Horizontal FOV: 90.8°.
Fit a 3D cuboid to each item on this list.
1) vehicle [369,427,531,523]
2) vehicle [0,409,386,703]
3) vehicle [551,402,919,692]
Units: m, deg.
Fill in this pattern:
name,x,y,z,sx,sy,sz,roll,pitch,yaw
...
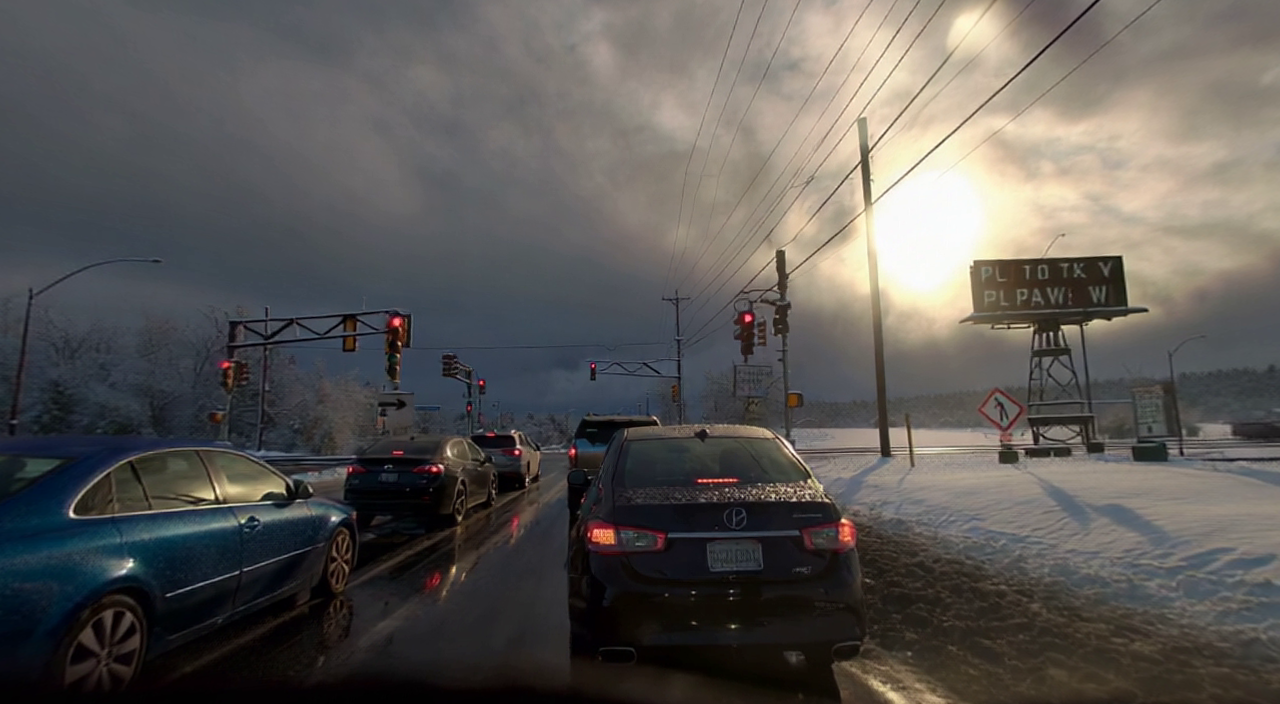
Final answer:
name,x,y,z,sx,sy,sz,roll,pitch,yaw
vehicle,-3.370,2.260,12.080,1.984,1.505,3.982,0,-9,-2
vehicle,-3.716,1.249,4.451,1.956,1.468,4.585,0,-9,0
vehicle,0.402,1.338,5.458,1.998,1.529,3.960,1,-9,-4
